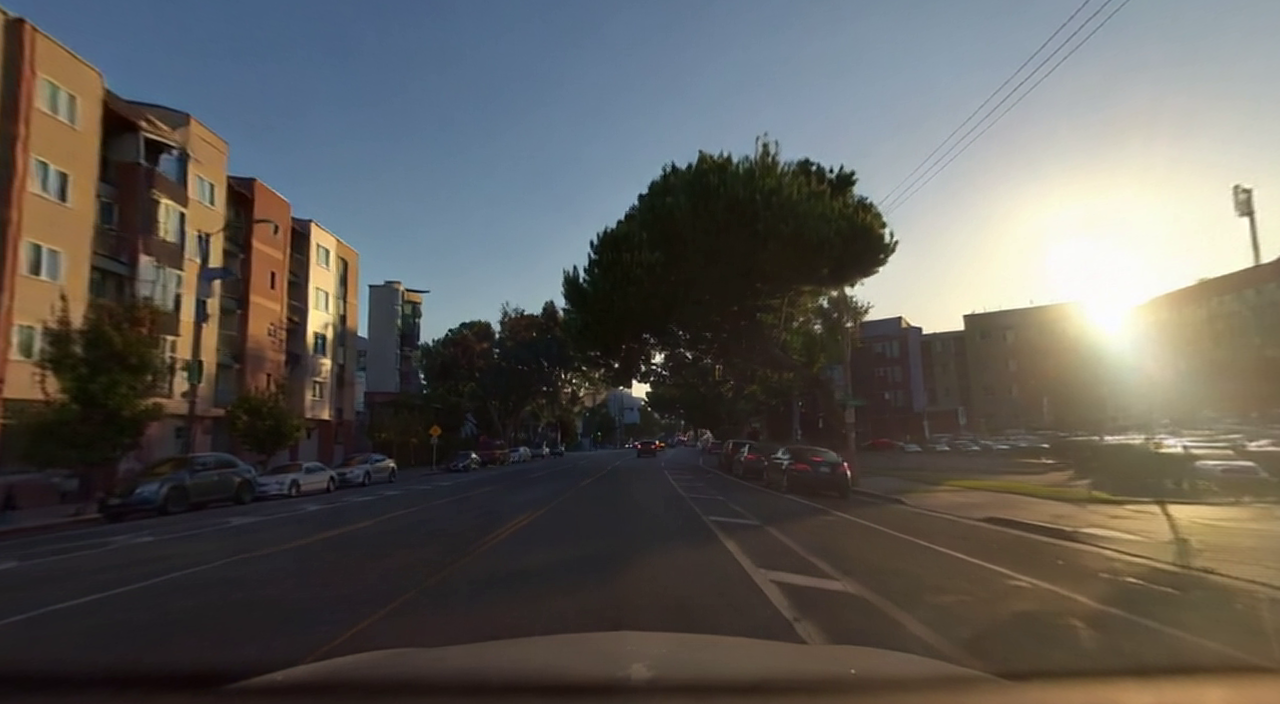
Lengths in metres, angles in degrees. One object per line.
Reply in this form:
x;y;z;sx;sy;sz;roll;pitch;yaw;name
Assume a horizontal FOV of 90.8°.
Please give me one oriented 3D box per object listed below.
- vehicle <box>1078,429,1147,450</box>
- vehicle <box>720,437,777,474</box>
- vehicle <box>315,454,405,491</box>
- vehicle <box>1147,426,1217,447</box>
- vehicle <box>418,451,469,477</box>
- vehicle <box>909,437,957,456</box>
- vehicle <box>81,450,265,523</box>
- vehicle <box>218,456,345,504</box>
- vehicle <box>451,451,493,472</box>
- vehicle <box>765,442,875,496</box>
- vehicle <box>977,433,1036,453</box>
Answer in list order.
36.612;6.817;49.092;1.780;1.479;4.556;0;-8;-1;vehicle
5.603;5.424;33.309;2.102;1.781;5.470;0;-8;0;vehicle
-12.660;5.449;28.944;1.889;1.461;4.608;0;-8;2;vehicle
41.893;6.593;48.938;1.793;1.525;4.157;0;-8;2;vehicle
-12.329;7.030;39.875;1.926;1.499;3.869;0;-8;1;vehicle
22.750;7.347;49.209;1.797;1.425;3.794;0;-8;-2;vehicle
-12.669;3.619;17.579;1.908;1.694;4.306;0;-8;-3;vehicle
-12.767;4.555;22.923;1.779;1.433;4.633;0;-8;2;vehicle
-12.312;8.023;46.577;1.723;1.418;4.359;0;-8;2;vehicle
5.375;3.536;19.513;2.085;1.466;4.276;0;-8;-1;vehicle
28.414;7.108;49.152;1.790;1.460;4.515;0;-8;-2;vehicle
